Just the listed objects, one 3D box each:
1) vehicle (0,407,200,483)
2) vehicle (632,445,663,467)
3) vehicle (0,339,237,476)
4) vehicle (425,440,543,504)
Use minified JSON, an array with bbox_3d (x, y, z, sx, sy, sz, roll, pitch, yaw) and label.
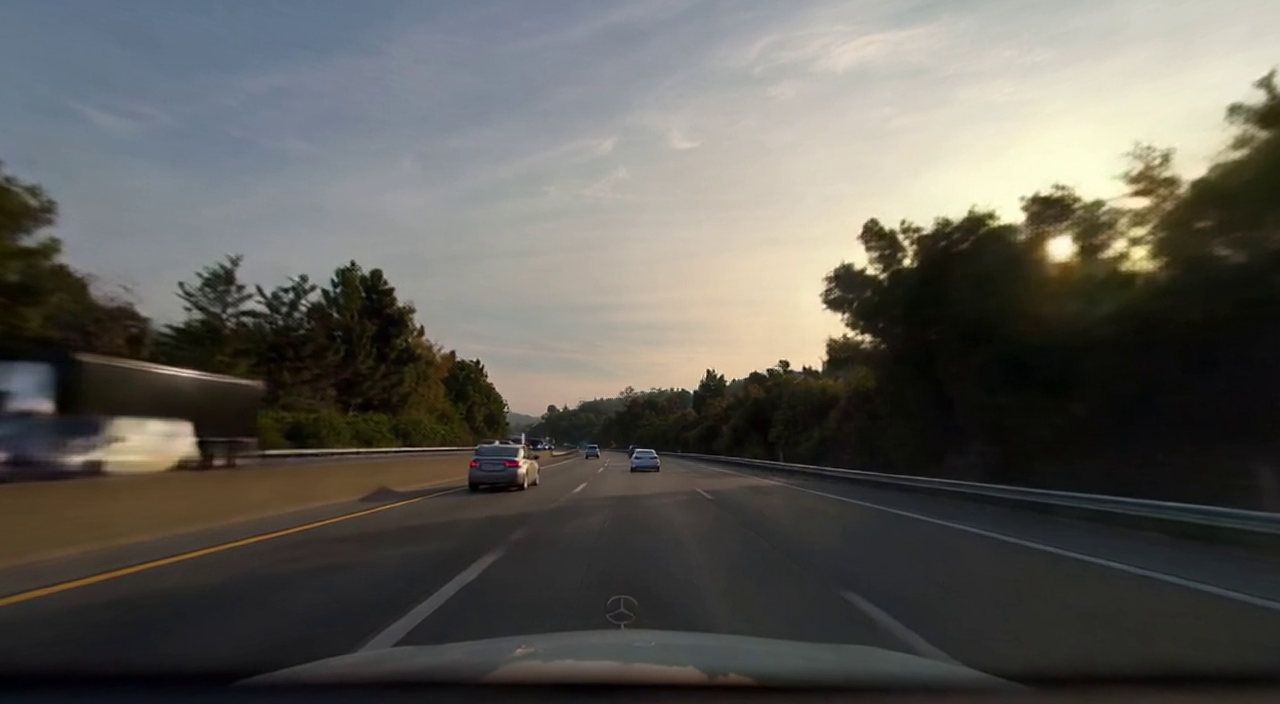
[{"bbox_3d":[-12.833,2.200,14.889,1.919,1.534,4.101,0,-9,0],"label":"vehicle"},{"bbox_3d":[0.505,7.375,44.856,2.008,1.499,3.192,0,-9,-2],"label":"vehicle"},{"bbox_3d":[-16.759,1.959,19.861,2.847,3.475,7.687,0,-9,1],"label":"vehicle"},{"bbox_3d":[-4.041,3.184,17.240,2.054,1.500,4.469,0,-9,0],"label":"vehicle"}]
